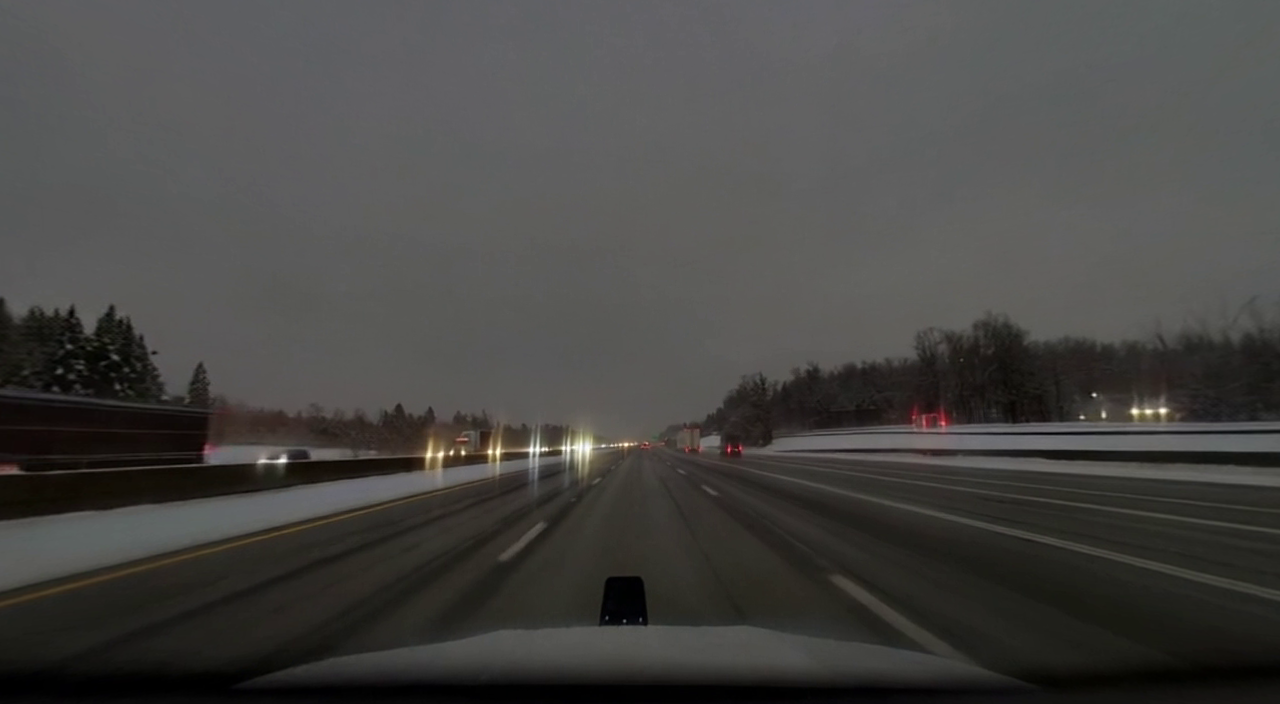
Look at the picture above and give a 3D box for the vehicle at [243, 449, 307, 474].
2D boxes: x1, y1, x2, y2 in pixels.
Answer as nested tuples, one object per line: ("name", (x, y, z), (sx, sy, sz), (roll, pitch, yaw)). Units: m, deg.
("vehicle", (-28.122, 8.405, 48.776), (1.904, 1.737, 5.059), (0, -8, 1))
